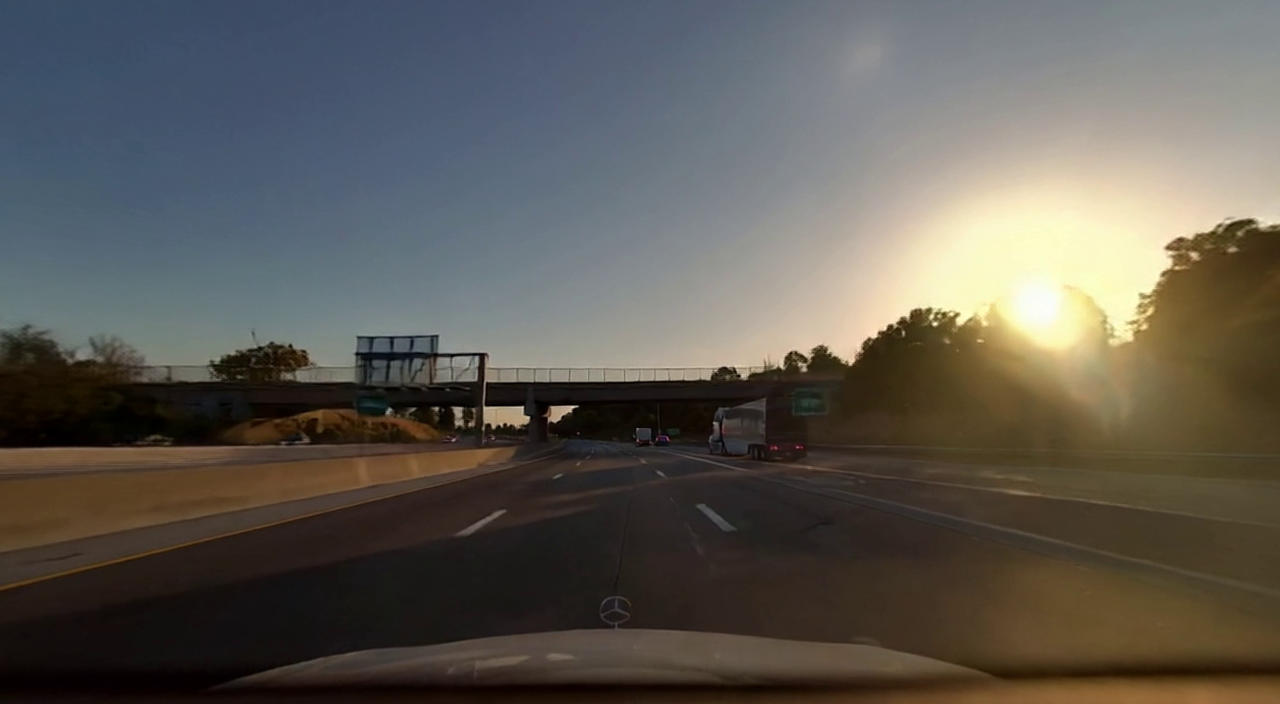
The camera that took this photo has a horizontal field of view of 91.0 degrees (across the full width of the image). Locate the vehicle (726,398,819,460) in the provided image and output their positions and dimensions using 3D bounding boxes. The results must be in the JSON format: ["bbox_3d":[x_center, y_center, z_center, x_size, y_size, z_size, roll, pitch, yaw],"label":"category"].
[{"bbox_3d":[9.590,5.986,47.936,2.855,4.053,13.328,0,-8,-6],"label":"vehicle"}]
